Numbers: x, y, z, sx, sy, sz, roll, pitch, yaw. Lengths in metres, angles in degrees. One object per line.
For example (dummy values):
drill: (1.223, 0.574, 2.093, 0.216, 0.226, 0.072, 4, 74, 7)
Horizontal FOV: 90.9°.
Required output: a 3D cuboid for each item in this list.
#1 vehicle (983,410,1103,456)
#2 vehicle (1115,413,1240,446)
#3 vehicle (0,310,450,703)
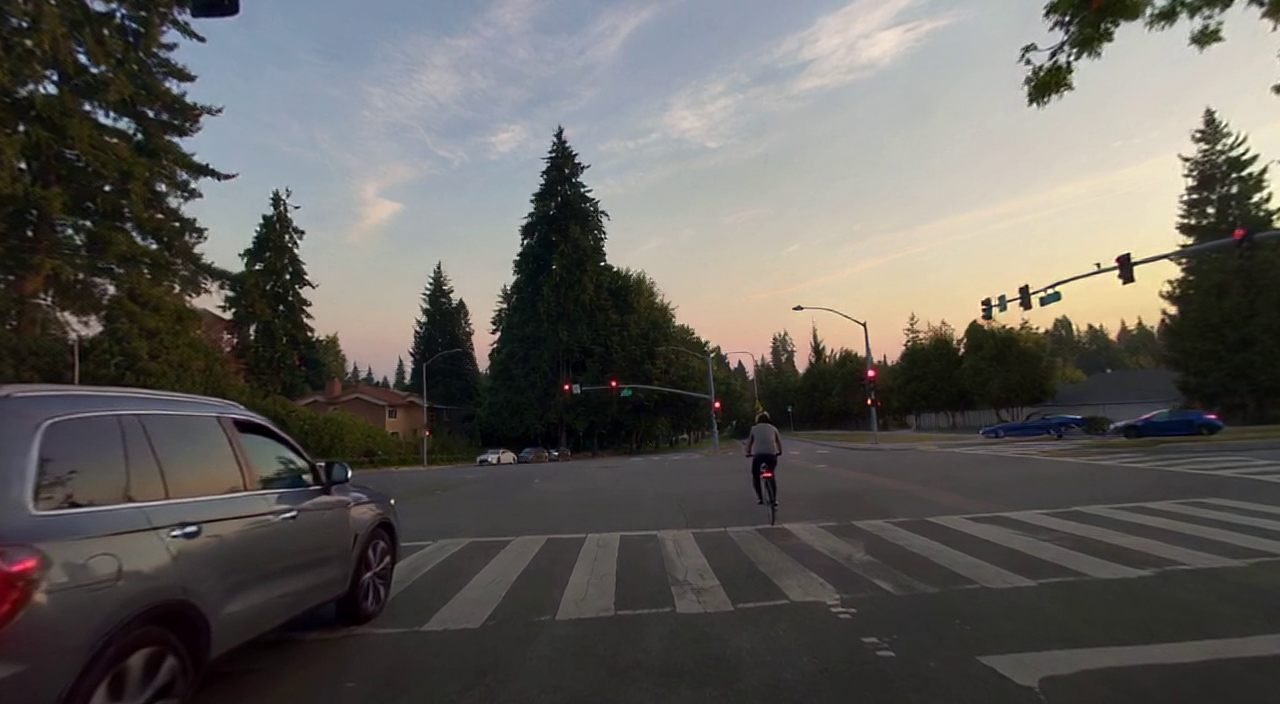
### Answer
vehicle: (18.579, 3.762, 29.154, 4.237, 1.948, 1.997, 0, -9, -9)
vehicle: (25.749, 3.743, 30.249, 4.716, 1.507, 1.904, 2, -9, -11)
vehicle: (-2.971, 1.065, 4.026, 2.049, 1.756, 4.602, 0, -8, 0)
